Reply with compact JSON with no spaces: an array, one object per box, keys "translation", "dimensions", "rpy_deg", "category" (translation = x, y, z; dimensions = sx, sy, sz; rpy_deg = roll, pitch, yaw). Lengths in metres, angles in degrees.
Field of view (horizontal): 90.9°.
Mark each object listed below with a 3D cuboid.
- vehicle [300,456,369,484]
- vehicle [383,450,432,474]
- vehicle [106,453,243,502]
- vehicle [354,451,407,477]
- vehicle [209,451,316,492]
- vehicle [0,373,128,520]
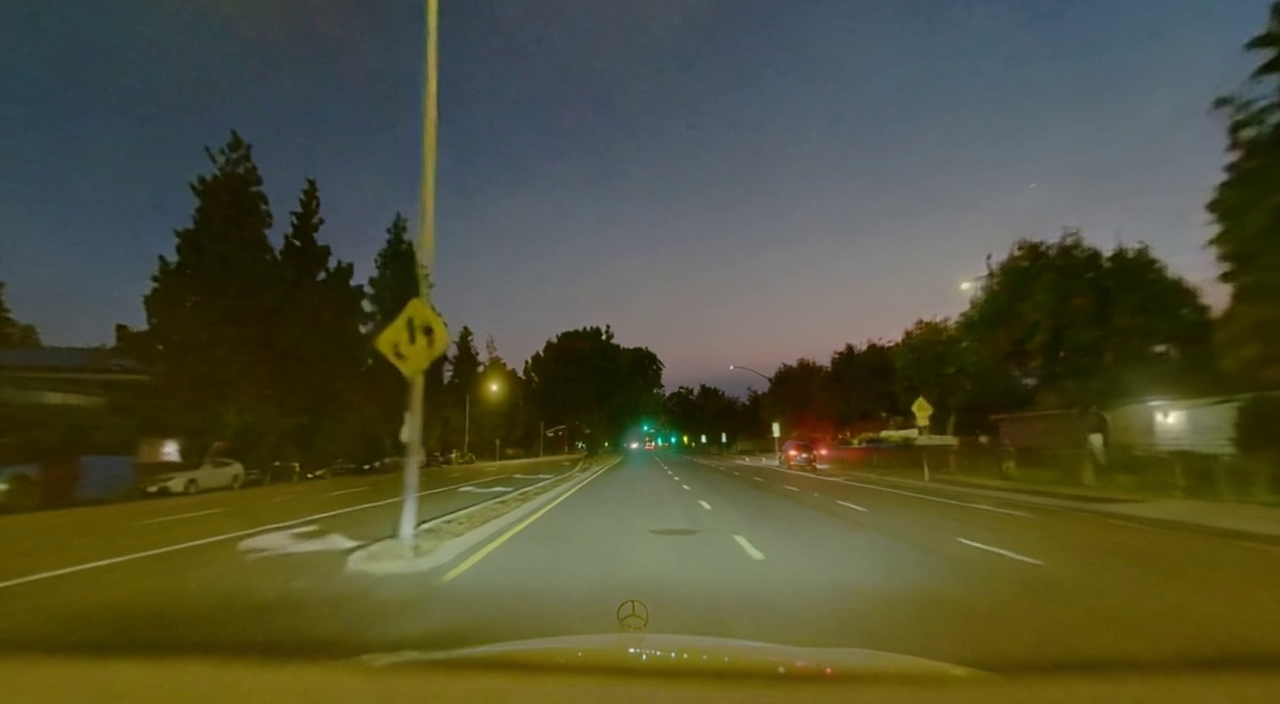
[{"translation":[-17.886,6.904,37.148],"dimensions":[1.839,1.456,4.507],"rpy_deg":[-1,-9,0],"category":"vehicle"},{"translation":[-18.023,8.513,49.128],"dimensions":[2.115,1.716,4.900],"rpy_deg":[-1,-9,-2],"category":"vehicle"},{"translation":[-18.093,4.857,24.846],"dimensions":[1.892,1.681,4.596],"rpy_deg":[-1,-9,0],"category":"vehicle"},{"translation":[-17.842,7.703,43.519],"dimensions":[1.952,1.649,4.414],"rpy_deg":[0,-9,-3],"category":"vehicle"},{"translation":[-17.931,5.660,30.295],"dimensions":[2.200,1.730,4.886],"rpy_deg":[-1,-9,-1],"category":"vehicle"},{"translation":[-17.878,2.488,15.737],"dimensions":[3.028,3.724,9.001],"rpy_deg":[-5,-8,-2],"category":"vehicle"}]
